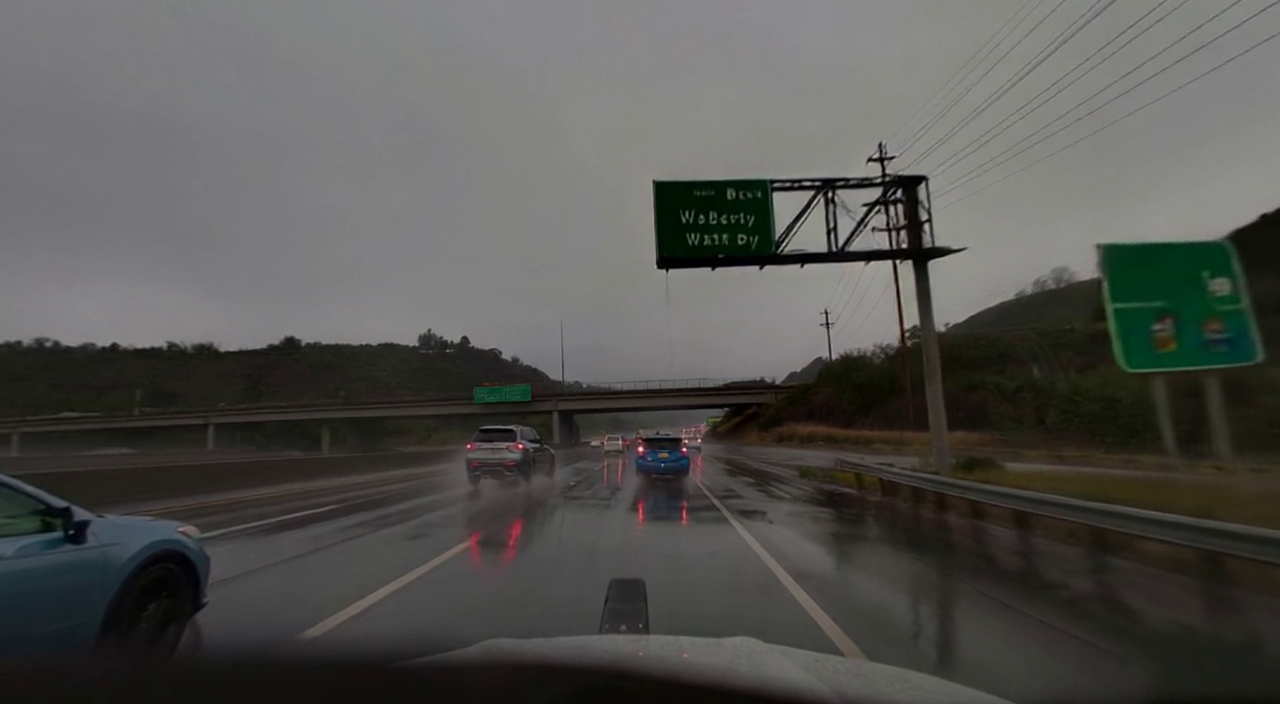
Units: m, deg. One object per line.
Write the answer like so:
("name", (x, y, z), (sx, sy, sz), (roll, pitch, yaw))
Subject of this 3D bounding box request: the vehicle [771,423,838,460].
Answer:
("vehicle", (12.307, 6.806, 47.933), (2.571, 2.571, 6.876), (1, -8, -6))

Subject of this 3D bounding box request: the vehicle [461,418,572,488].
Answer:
("vehicle", (-3.572, 3.075, 19.365), (2.228, 1.845, 4.847), (-1, -8, 2))

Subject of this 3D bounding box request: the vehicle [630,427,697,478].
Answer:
("vehicle", (0.807, 3.588, 22.626), (2.193, 1.651, 3.946), (-1, -8, 1))
